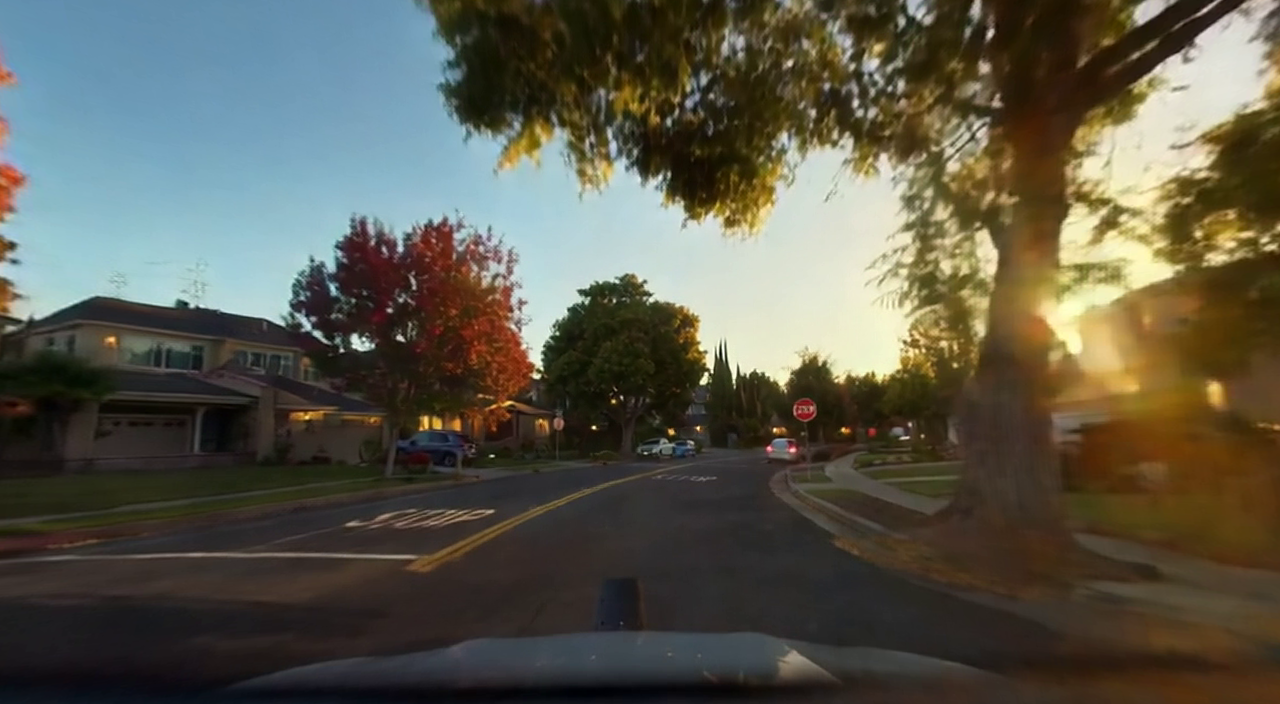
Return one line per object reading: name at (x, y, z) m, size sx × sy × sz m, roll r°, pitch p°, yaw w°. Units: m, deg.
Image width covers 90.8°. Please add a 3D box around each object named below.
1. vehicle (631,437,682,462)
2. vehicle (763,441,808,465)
vehicle at (1.299, 7.274, 47.266) m, size 2.030 × 1.696 × 4.828 m, roll -4°, pitch -9°, yaw 24°
vehicle at (9.703, 6.665, 41.819) m, size 2.045 × 1.478 × 4.914 m, roll -4°, pitch -9°, yaw 22°
